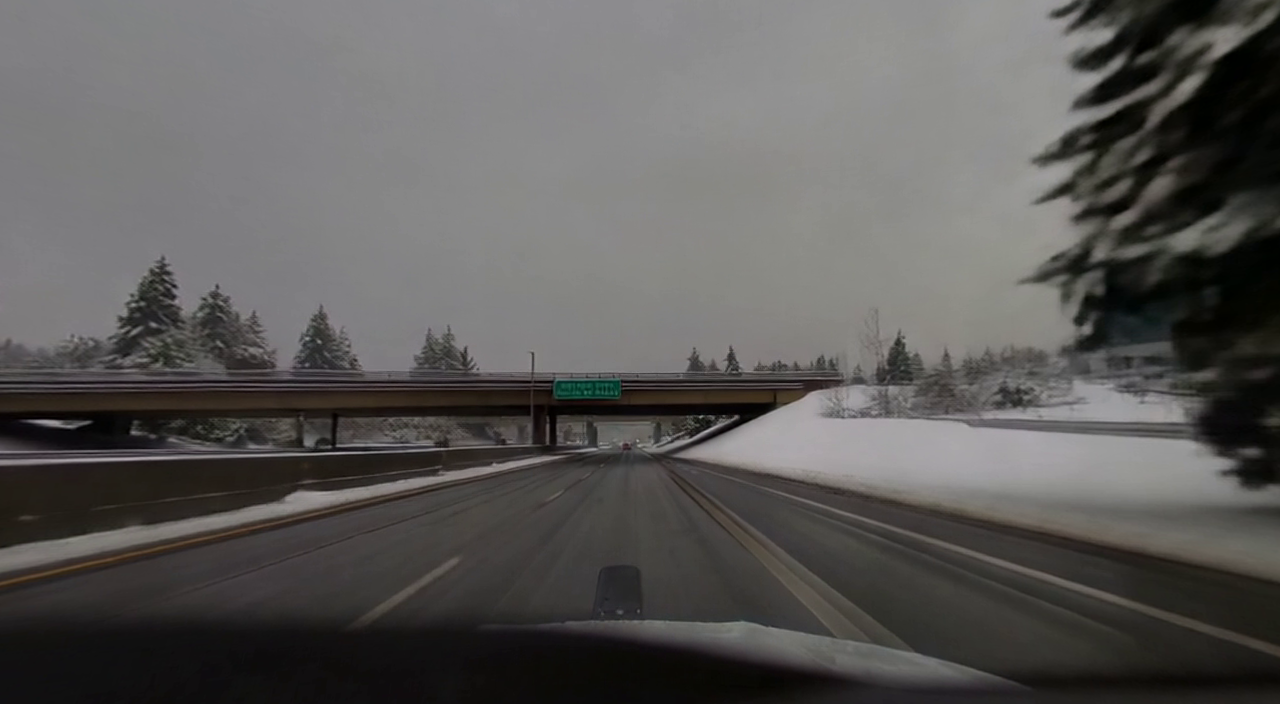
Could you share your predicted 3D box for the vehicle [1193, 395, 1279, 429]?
[{"bbox_3d":[46.426,4.740,48.734,2.307,2.263,6.123,-1,-9,9],"label":"vehicle"}]
